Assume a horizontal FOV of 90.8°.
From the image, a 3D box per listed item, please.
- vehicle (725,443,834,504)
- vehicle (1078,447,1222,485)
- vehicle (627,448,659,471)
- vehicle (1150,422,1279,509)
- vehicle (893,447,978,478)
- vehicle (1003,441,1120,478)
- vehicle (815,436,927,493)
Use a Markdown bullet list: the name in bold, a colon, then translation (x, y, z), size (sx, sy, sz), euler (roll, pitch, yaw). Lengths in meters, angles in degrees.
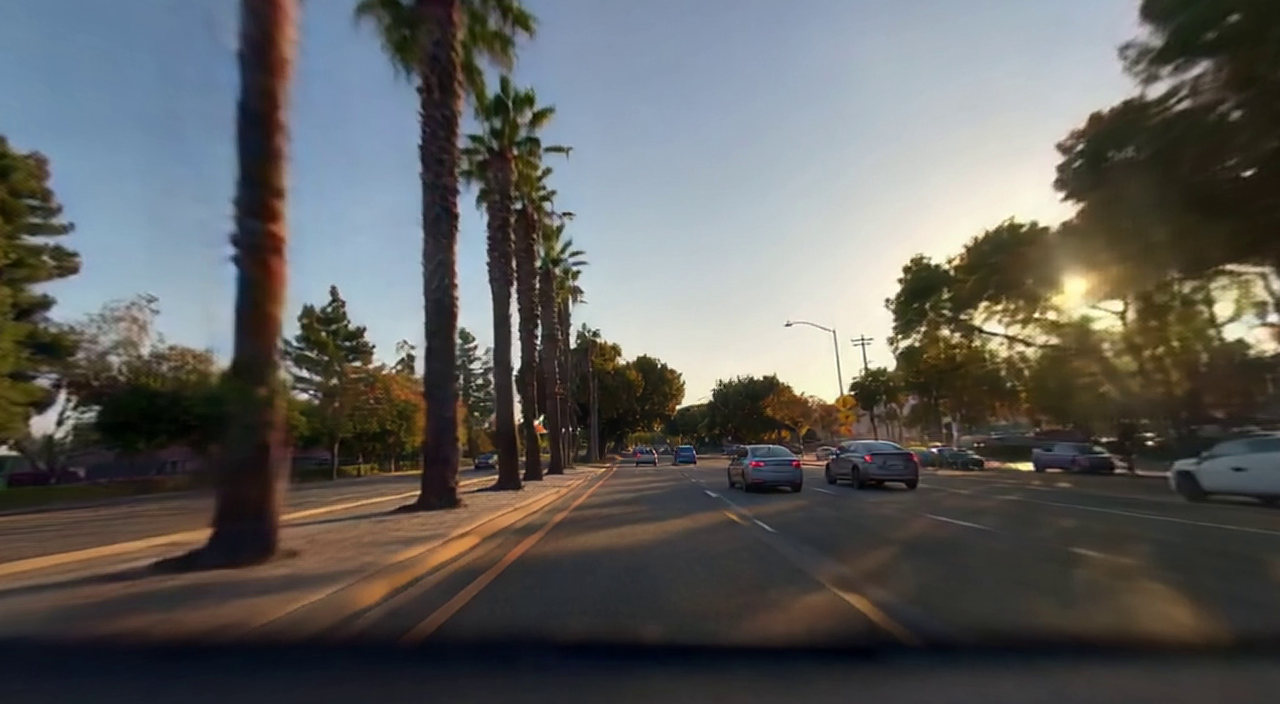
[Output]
- **vehicle**: translation (3.699, 3.285, 17.610), size (1.875, 1.452, 4.453), euler (0, -9, -2)
- **vehicle**: translation (21.517, 4.810, 27.000), size (1.881, 1.457, 5.022), euler (0, -9, -1)
- **vehicle**: translation (0.175, 7.198, 42.492), size (2.031, 1.444, 4.361), euler (0, -9, -1)
- **vehicle**: translation (15.169, 2.617, 14.678), size (2.267, 1.881, 5.087), euler (0, -9, -1)
- **vehicle**: translation (15.166, 5.685, 32.753), size (2.001, 1.463, 4.781), euler (0, -9, -2)
- **vehicle**: translation (21.615, 5.491, 32.760), size (2.109, 1.697, 5.547), euler (0, -8, -2)
- **vehicle**: translation (7.305, 3.601, 20.533), size (1.916, 1.646, 4.258), euler (0, -9, -1)
